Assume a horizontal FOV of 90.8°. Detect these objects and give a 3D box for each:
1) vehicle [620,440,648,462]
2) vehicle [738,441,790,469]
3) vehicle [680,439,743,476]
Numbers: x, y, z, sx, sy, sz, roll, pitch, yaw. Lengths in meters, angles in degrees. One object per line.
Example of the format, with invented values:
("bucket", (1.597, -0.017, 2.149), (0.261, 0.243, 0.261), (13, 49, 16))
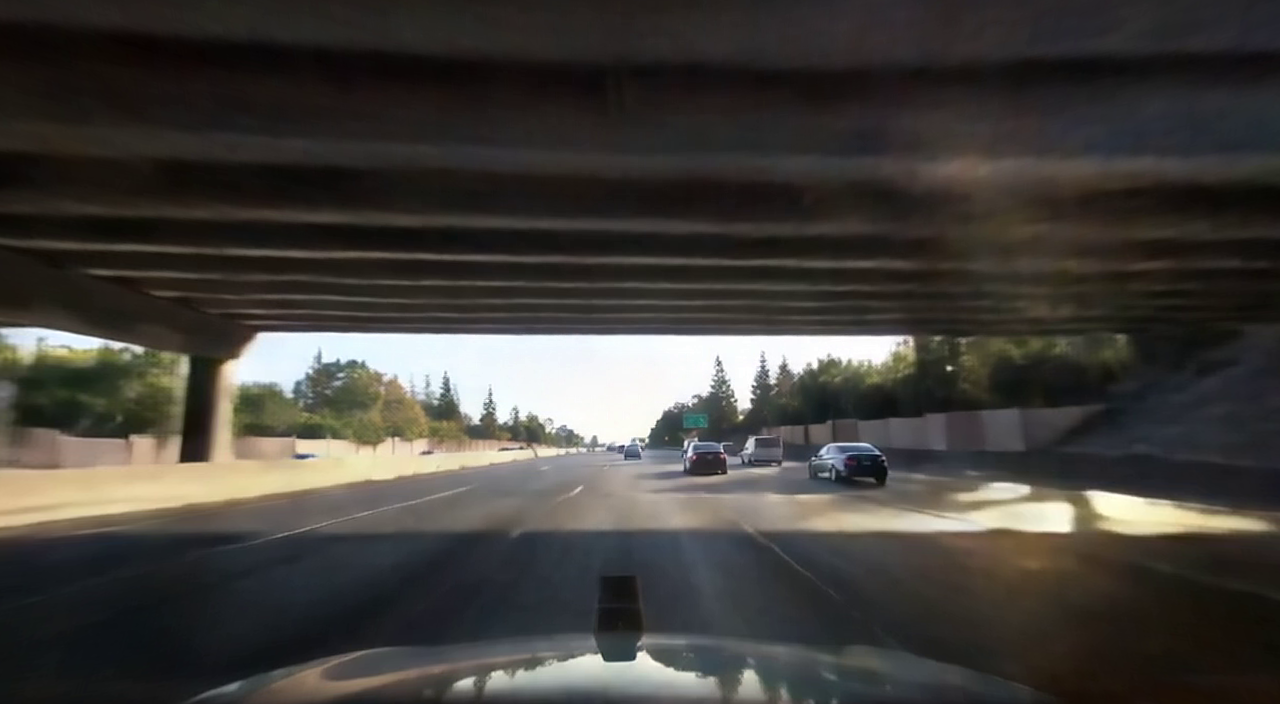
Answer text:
("vehicle", (-0.488, 7.422, 47.369), (2.029, 1.595, 4.207), (0, -8, -1))
("vehicle", (6.973, 5.849, 36.056), (1.946, 1.497, 4.467), (0, -9, -2))
("vehicle", (3.025, 4.606, 27.775), (2.076, 1.472, 4.562), (0, -9, -2))
